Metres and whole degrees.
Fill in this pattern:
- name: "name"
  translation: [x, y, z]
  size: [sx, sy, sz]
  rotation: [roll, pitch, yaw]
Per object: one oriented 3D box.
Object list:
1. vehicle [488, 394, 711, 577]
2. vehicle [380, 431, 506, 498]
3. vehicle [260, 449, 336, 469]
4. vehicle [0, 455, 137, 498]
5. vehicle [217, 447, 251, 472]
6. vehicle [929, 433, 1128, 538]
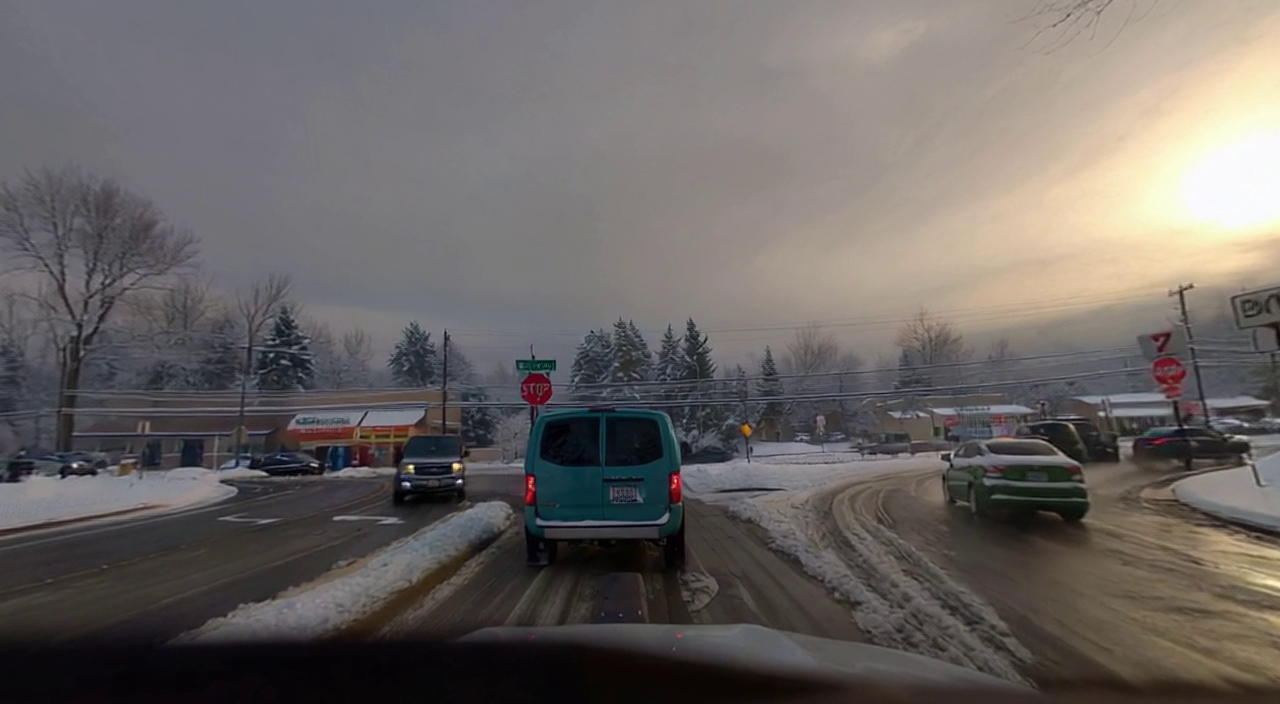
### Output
- name: "vehicle"
  translation: [-0.338, 1.689, 8.707]
  size: [2.237, 1.828, 4.546]
  rotation: [0, -9, 2]
- name: "vehicle"
  translation: [-5.658, 3.302, 18.878]
  size: [1.985, 1.710, 4.651]
  rotation: [-1, -9, 4]
- name: "vehicle"
  translation: [-26.185, 8.195, 48.523]
  size: [4.670, 1.472, 1.851]
  rotation: [1, -9, -8]
- name: "vehicle"
  translation: [-21.445, 4.536, 23.383]
  size: [2.038, 1.392, 4.362]
  rotation: [0, -9, 0]
- name: "vehicle"
  translation: [-29.941, 7.889, 46.631]
  size: [1.913, 1.682, 4.120]
  rotation: [5, -10, -31]
- name: "vehicle"
  translation: [6.869, 2.342, 11.851]
  size: [2.079, 1.504, 4.828]
  rotation: [-3, -9, 19]
